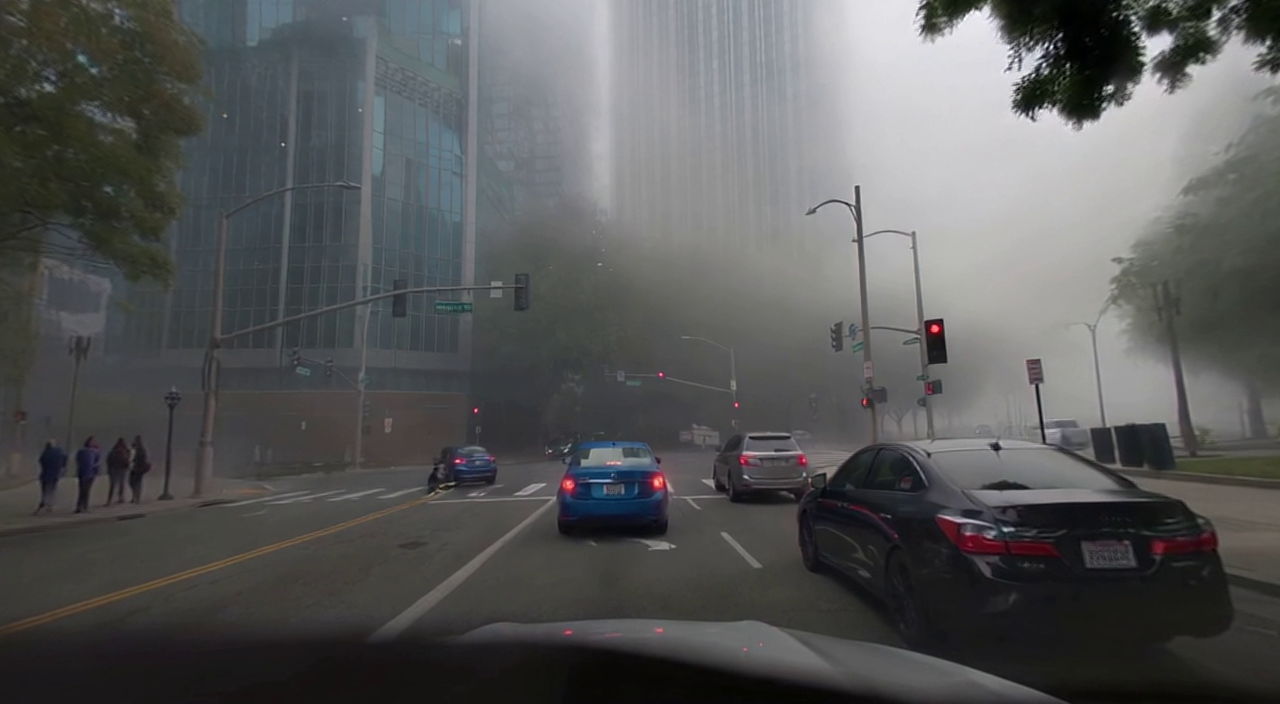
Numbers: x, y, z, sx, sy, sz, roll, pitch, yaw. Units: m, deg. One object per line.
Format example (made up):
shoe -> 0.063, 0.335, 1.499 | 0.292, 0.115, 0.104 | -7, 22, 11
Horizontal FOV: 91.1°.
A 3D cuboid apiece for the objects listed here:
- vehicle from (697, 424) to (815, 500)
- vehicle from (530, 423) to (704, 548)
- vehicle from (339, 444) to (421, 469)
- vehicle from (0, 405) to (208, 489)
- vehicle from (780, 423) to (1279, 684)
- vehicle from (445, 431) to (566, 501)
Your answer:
vehicle -> 2.875, 2.865, 16.725 | 2.234, 1.723, 4.486 | 0, -8, -1
vehicle -> -0.315, 1.904, 9.632 | 2.072, 1.476, 4.078 | 0, -8, -1
vehicle -> -15.866, 6.338, 38.255 | 4.531, 1.427, 1.957 | -4, -9, 24
vehicle -> -25.629, 4.361, 28.913 | 8.989, 3.623, 2.884 | 0, -8, -2
vehicle -> 2.754, 1.453, 5.714 | 1.952, 1.464, 4.165 | 0, -8, -1
vehicle -> -3.240, 2.844, 16.085 | 2.068, 1.513, 4.221 | 0, -8, 1
